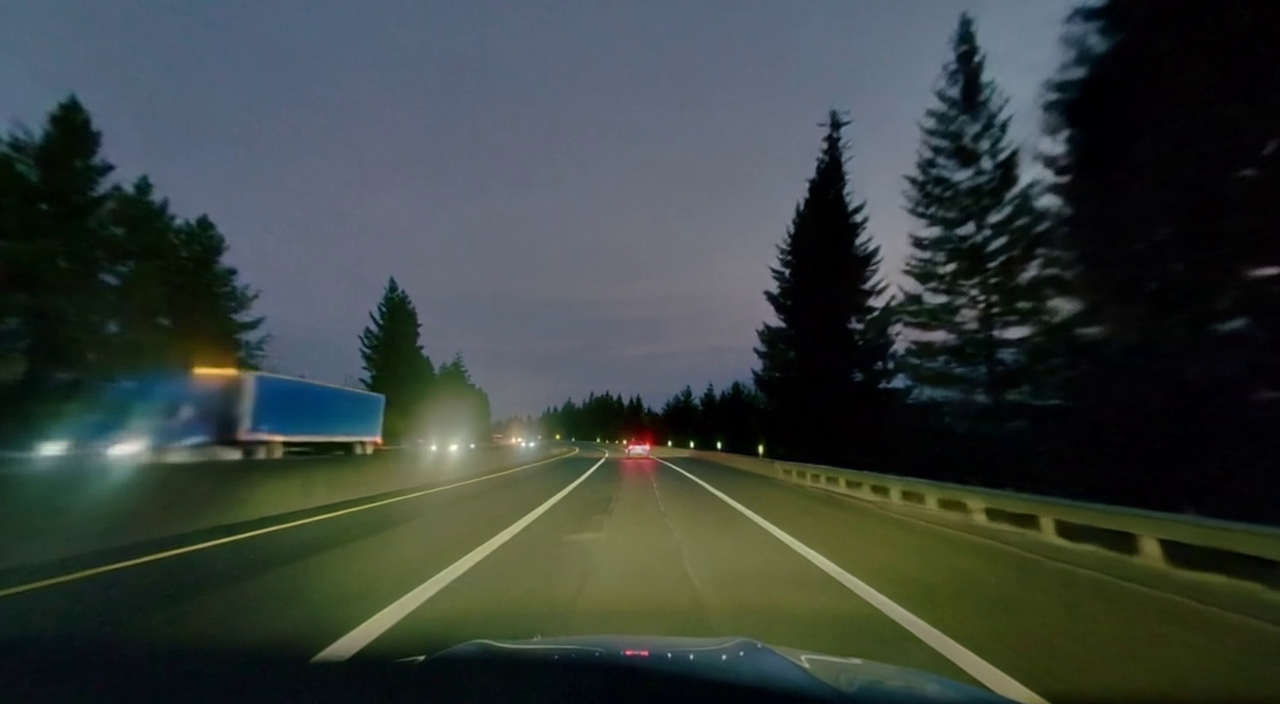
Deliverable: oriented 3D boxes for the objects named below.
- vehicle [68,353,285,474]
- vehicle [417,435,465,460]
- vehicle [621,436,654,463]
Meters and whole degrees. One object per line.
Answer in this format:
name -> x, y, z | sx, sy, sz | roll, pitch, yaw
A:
vehicle -> -16.966, 2.466, 23.851 | 3.116, 3.942, 6.536 | 0, -8, -1
vehicle -> -12.817, 6.183, 40.810 | 1.817, 1.487, 4.134 | 0, -8, -1
vehicle -> -0.231, 6.545, 42.443 | 2.079, 1.729, 4.380 | 0, -8, -2
